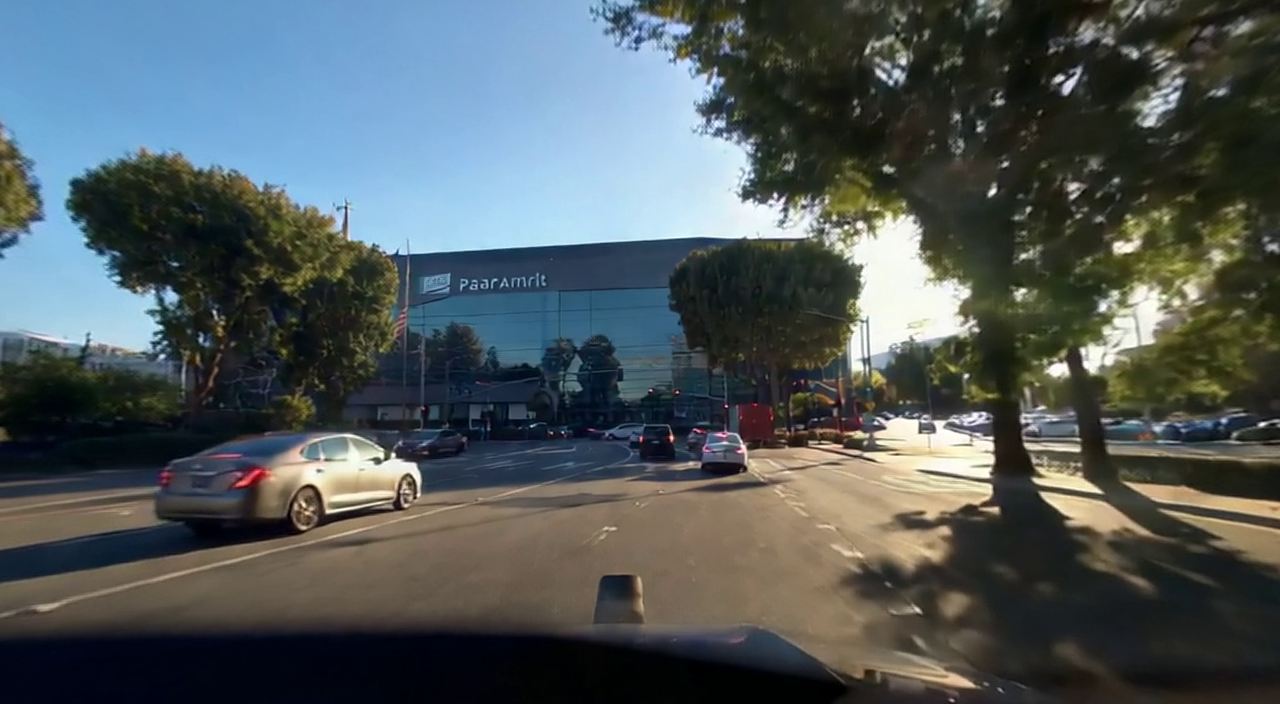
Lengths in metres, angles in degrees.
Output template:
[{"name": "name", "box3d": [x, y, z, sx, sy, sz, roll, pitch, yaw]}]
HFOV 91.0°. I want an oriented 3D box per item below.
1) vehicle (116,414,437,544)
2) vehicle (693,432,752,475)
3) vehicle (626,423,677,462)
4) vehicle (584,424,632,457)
[{"name": "vehicle", "box3d": [-5.033, 1.816, 9.594, 2.010, 1.515, 4.152, -1, -9, 8]}, {"name": "vehicle", "box3d": [3.282, 3.987, 24.920, 2.109, 1.500, 4.585, -1, -9, 8]}, {"name": "vehicle", "box3d": [0.681, 4.751, 33.062, 2.188, 1.892, 4.488, -1, -9, 7]}, {"name": "vehicle", "box3d": [-1.807, 5.273, 37.374, 2.078, 1.787, 5.006, -1, -9, 6]}]
